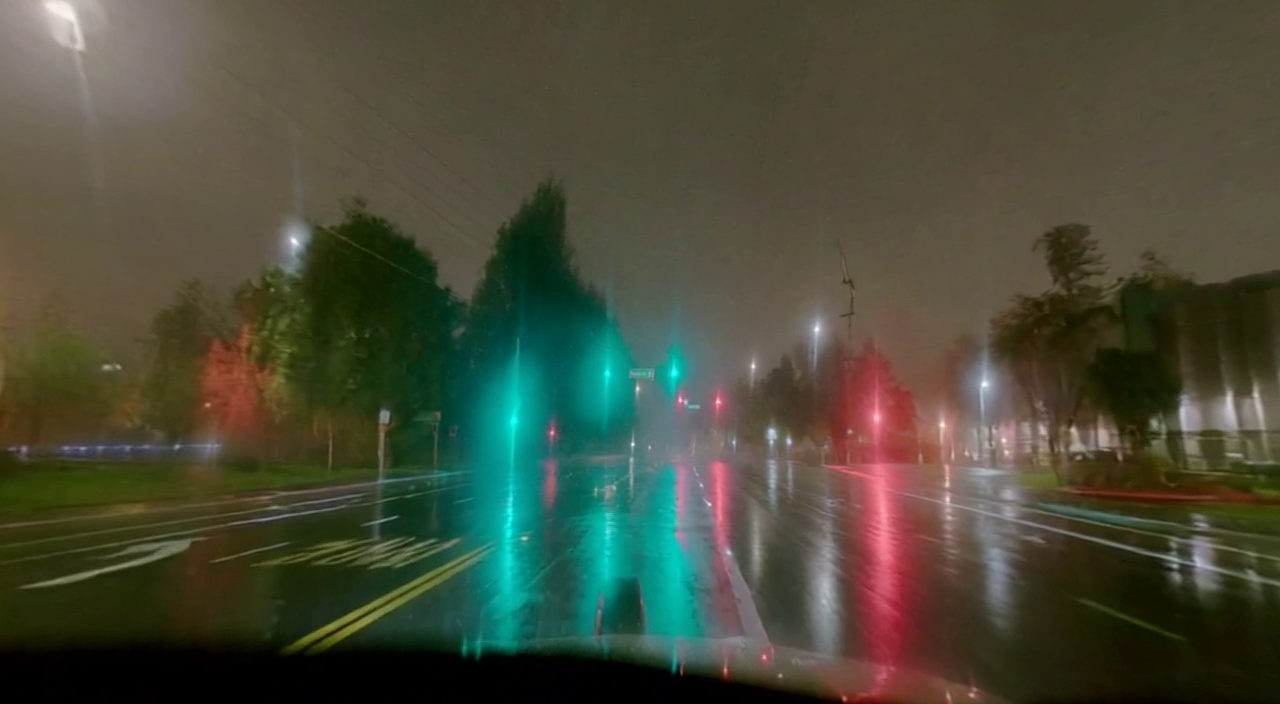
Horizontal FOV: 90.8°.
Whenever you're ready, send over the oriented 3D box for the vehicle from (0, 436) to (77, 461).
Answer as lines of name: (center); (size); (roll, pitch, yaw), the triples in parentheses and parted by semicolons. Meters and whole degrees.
vehicle: (-40.864, 6.465, 42.429); (4.347, 1.588, 1.816); (8, -12, -43)
